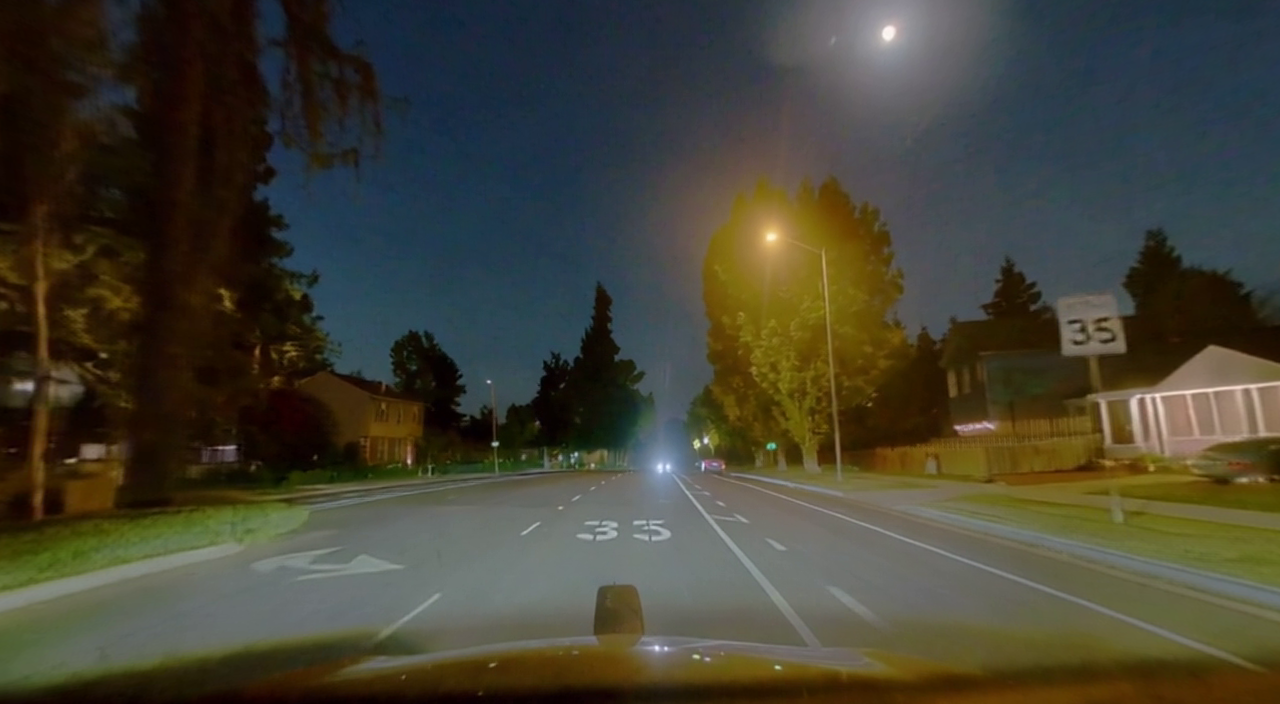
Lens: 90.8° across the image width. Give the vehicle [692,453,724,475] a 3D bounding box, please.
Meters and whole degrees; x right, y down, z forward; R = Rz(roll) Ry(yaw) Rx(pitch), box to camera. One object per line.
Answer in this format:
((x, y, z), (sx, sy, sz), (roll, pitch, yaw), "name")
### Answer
((5.193, 8.622, 48.840), (1.904, 1.475, 4.386), (0, -8, -1), "vehicle")
